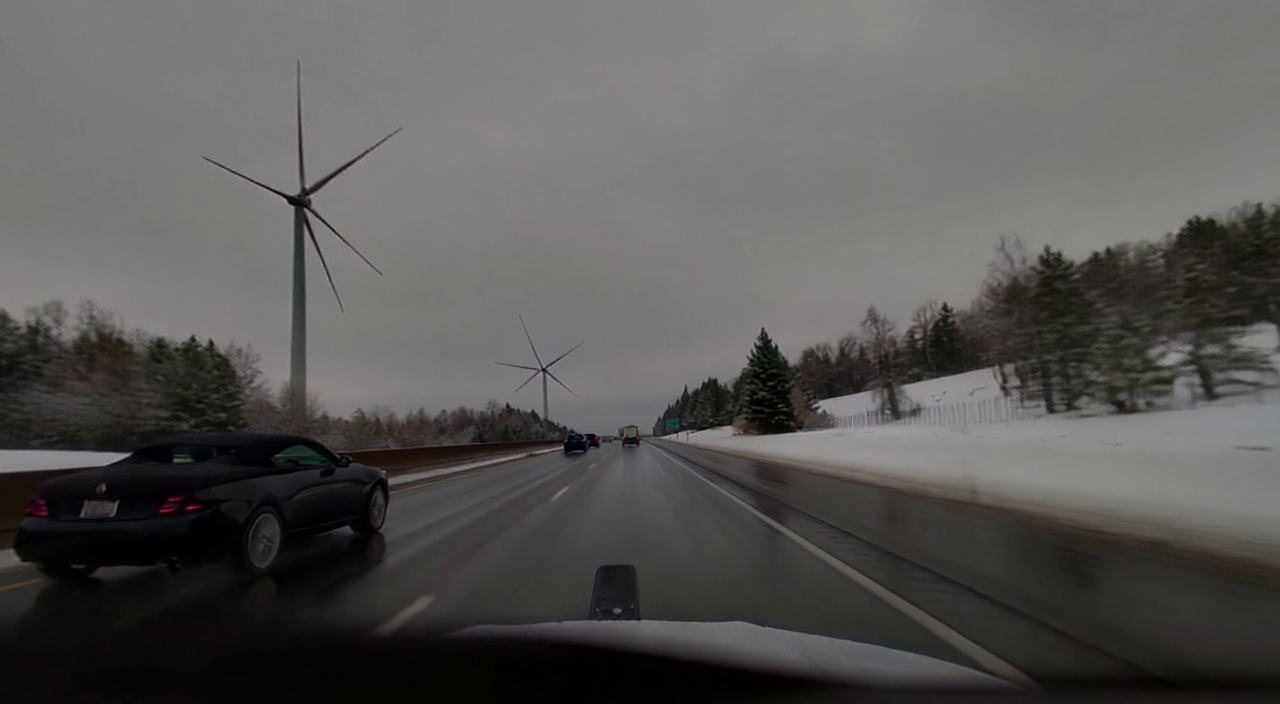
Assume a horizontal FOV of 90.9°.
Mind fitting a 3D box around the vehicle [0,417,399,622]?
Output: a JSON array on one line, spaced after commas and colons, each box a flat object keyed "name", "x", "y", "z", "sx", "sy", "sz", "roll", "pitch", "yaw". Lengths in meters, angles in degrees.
[{"name": "vehicle", "x": -4.286, "y": 1.451, "z": 6.526, "sx": 1.969, "sy": 1.413, "sz": 4.194, "roll": 0, "pitch": -8, "yaw": -1}]

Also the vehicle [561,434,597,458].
[{"name": "vehicle", "x": -3.887, "y": 6.047, "z": 40.758, "sx": 2.024, "sy": 1.456, "sz": 3.754, "roll": 0, "pitch": -8, "yaw": -1}]
